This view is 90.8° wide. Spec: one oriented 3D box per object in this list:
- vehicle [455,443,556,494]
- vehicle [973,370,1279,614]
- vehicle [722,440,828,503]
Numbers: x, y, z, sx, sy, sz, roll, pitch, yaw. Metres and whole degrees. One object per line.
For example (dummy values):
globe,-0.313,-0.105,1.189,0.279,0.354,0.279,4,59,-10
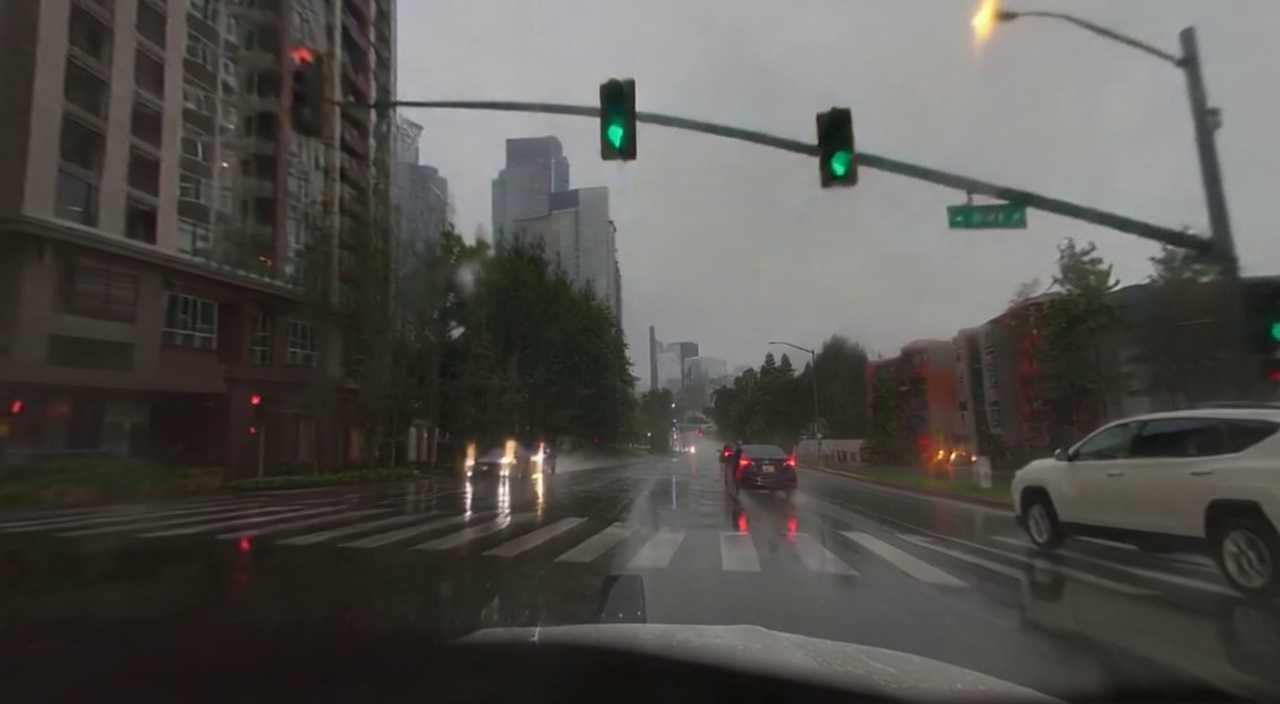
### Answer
vehicle,-4.256,3.780,20.866,2.032,1.484,4.437,-1,-9,5
vehicle,6.584,1.463,7.171,2.427,2.017,5.763,0,-9,0
vehicle,3.511,3.215,17.380,2.003,1.480,4.494,0,-9,1
